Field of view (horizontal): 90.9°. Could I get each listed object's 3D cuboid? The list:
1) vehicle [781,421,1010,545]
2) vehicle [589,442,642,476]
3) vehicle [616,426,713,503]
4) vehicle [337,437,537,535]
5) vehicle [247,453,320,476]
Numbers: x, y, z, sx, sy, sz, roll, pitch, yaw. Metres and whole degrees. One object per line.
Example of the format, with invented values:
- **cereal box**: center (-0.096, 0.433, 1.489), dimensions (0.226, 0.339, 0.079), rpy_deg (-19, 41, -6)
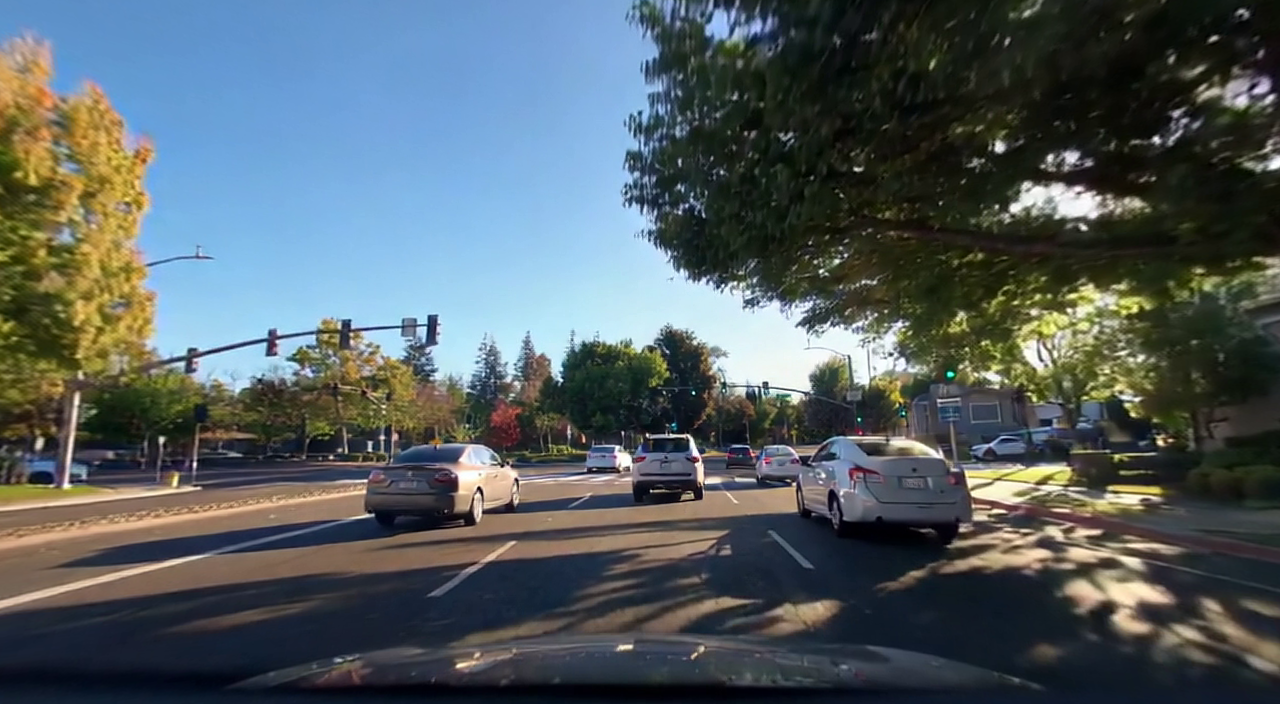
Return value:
- **vehicle**: center (3.921, 2.100, 10.786), dimensions (2.106, 1.636, 4.655), rpy_deg (0, -9, 2)
- **vehicle**: center (-1.121, 5.182, 30.778), dimensions (1.951, 1.492, 4.095), rpy_deg (-1, -9, 7)
- **vehicle**: center (0.755, 2.959, 16.952), dimensions (2.250, 1.768, 4.574), rpy_deg (-1, -9, 5)
- **vehicle**: center (-3.464, 2.373, 11.896), dimensions (2.006, 1.464, 4.586), rpy_deg (-1, -9, 4)
- **vehicle**: center (-27.649, 8.729, 48.944), dimensions (4.711, 1.661, 1.990), rpy_deg (-2, -9, 13)
